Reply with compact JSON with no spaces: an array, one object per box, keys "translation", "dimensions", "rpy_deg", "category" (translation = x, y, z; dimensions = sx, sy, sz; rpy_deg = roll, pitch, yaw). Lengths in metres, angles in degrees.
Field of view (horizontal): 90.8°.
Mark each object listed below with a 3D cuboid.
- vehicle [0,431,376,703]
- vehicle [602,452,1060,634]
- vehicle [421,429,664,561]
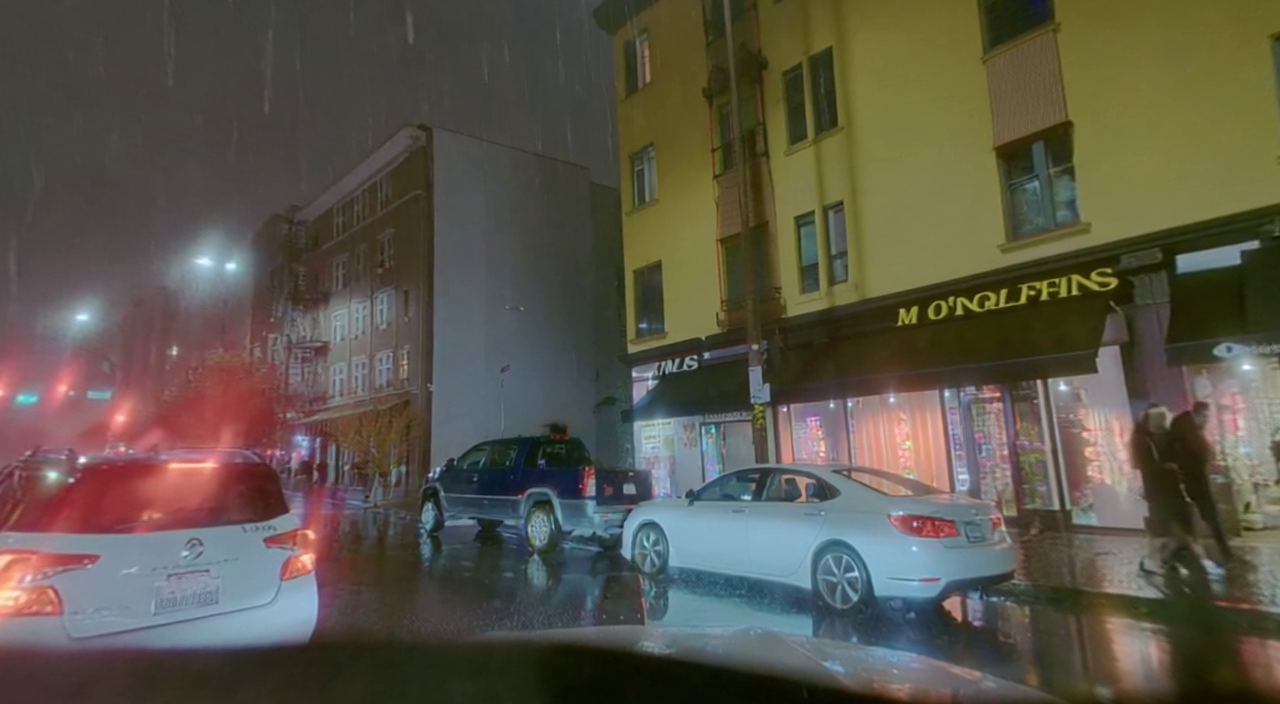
[{"translation":[-3.960,1.336,4.424],"dimensions":[4.330,1.458,1.932],"rpy_deg":[-7,-11,37],"category":"vehicle"},{"translation":[1.897,1.933,7.518],"dimensions":[4.830,1.421,1.826],"rpy_deg":[-8,-11,42],"category":"vehicle"},{"translation":[-1.911,2.374,11.316],"dimensions":[4.580,1.853,1.862],"rpy_deg":[-8,-12,43],"category":"vehicle"}]
